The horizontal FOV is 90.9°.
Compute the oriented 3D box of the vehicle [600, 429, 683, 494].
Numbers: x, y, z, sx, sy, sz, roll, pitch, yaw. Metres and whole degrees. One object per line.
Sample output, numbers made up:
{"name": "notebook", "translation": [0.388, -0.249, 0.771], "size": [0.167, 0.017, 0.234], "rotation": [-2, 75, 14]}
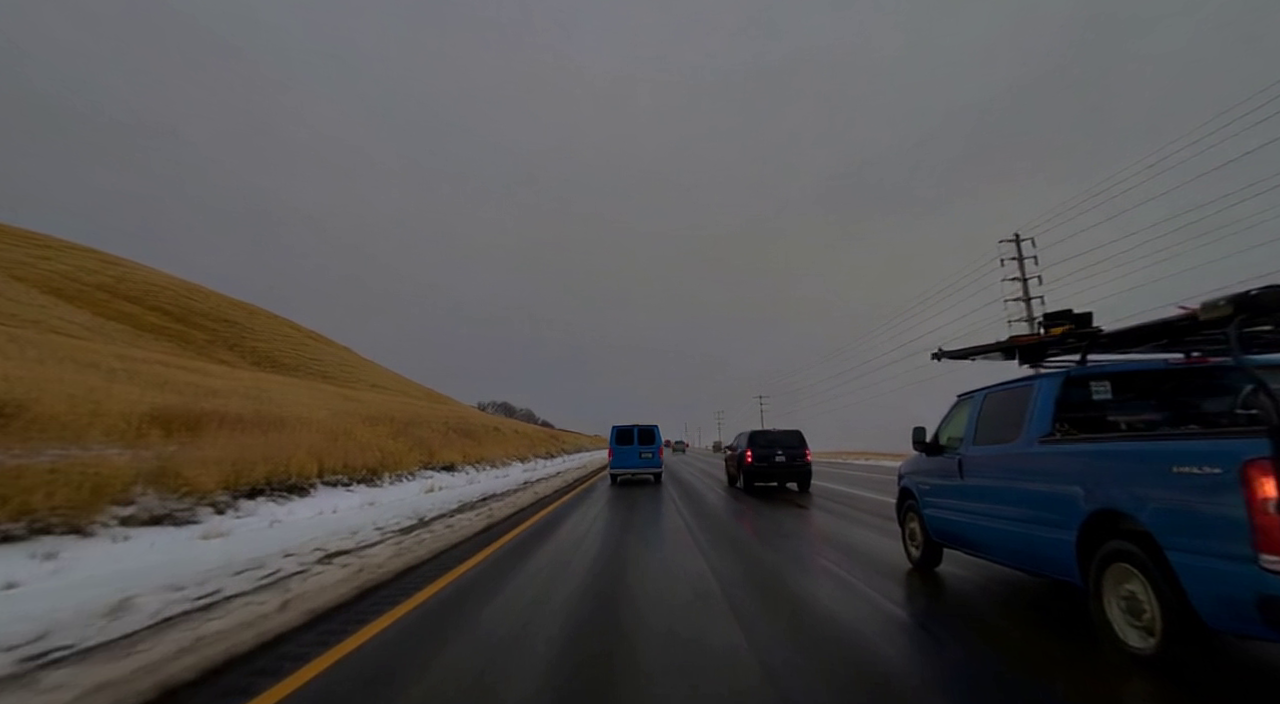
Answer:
{"name": "vehicle", "translation": [0.075, 3.363, 19.714], "size": [2.268, 1.772, 4.523], "rotation": [0, -8, 1]}

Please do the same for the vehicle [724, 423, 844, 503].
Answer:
{"name": "vehicle", "translation": [3.608, 2.884, 16.808], "size": [2.139, 1.821, 4.480], "rotation": [0, -8, 0]}

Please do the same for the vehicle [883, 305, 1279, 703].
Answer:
{"name": "vehicle", "translation": [3.924, 0.935, 3.677], "size": [2.691, 1.901, 5.744], "rotation": [0, -8, 0]}
